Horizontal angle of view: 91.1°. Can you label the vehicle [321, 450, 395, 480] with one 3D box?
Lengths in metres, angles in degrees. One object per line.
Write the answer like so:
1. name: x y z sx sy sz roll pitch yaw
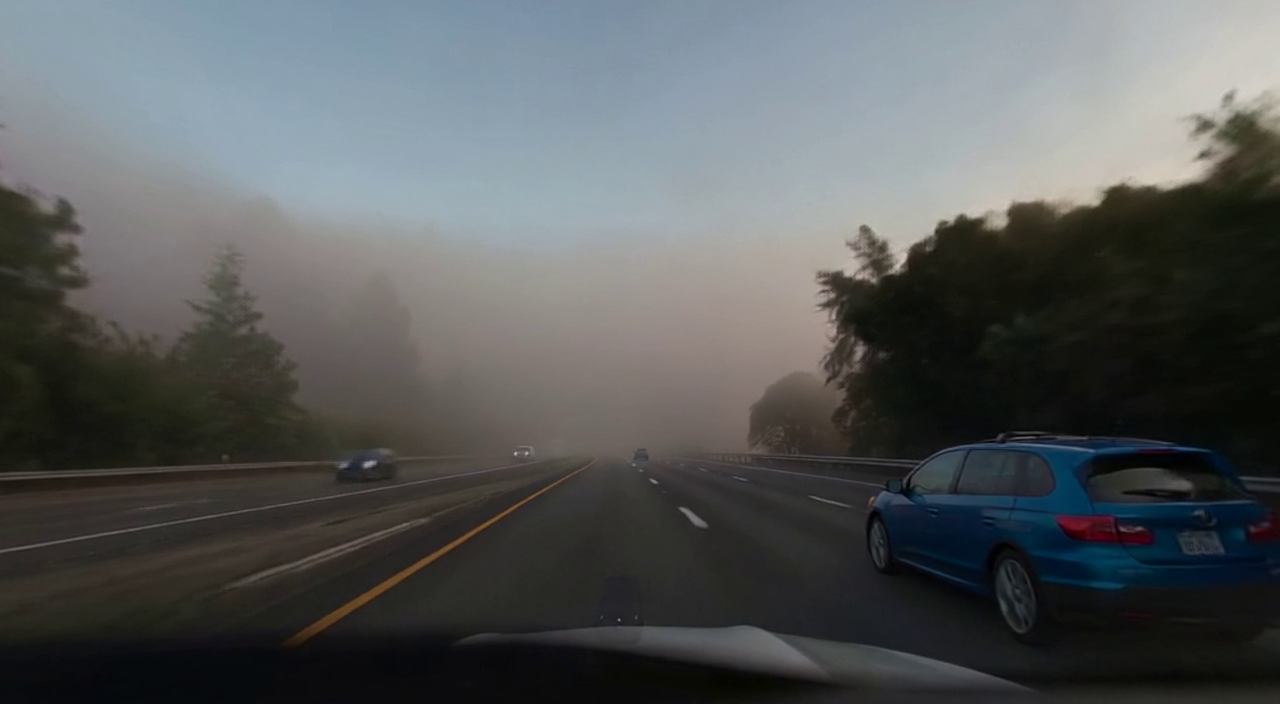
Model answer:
1. vehicle: -14.892 5.955 33.465 1.996 1.471 4.494 0 -9 -2
